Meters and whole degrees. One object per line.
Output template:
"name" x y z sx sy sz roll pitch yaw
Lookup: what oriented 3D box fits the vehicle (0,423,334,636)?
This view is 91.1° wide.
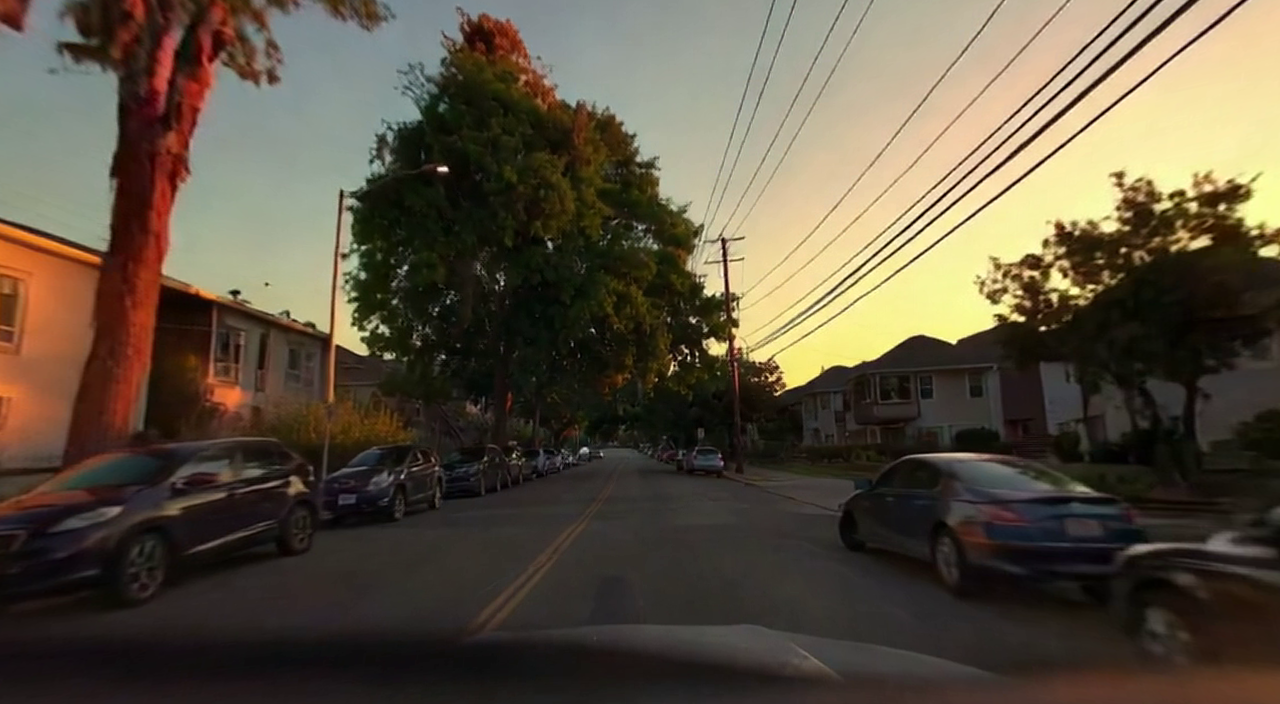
"vehicle" -6.192 1.957 8.140 2.056 1.876 4.824 -2 -8 0

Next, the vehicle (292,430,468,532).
"vehicle" -6.235 3.169 15.995 2.120 1.989 5.616 -3 -10 0

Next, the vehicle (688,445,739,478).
"vehicle" 4.000 6.029 34.817 2.328 1.730 4.225 0 -9 0

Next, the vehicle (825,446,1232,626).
"vehicle" 3.818 1.823 7.271 1.901 1.439 4.131 0 -9 -3

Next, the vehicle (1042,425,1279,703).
"vehicle" 3.821 0.973 2.111 1.868 1.494 4.652 0 -9 0
